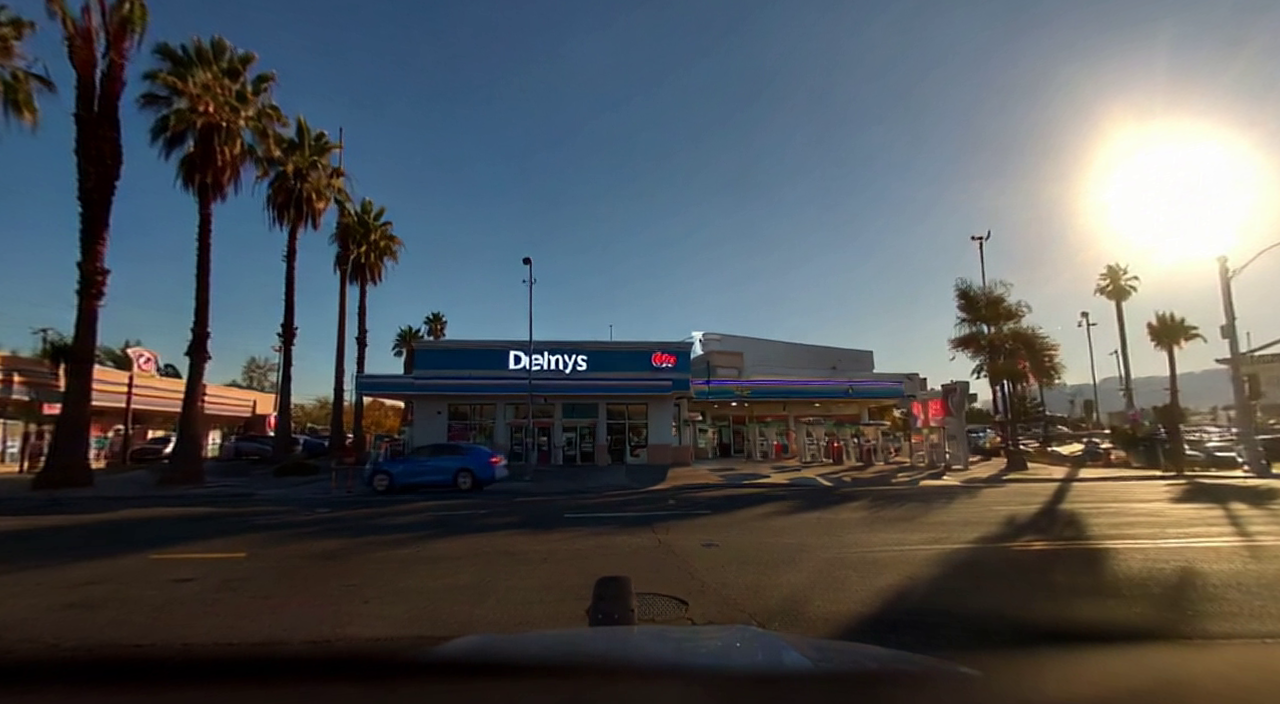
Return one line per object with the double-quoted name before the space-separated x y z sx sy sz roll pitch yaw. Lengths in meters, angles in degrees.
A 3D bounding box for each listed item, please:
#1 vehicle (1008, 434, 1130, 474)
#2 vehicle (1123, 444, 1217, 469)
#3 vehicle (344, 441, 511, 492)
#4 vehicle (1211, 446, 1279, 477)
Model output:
"vehicle" 22.120 5.230 32.684 4.880 1.754 2.202 0 -5 -6
"vehicle" 34.343 6.760 41.116 1.805 1.466 4.641 1 -8 -7
"vehicle" -6.453 3.527 19.697 4.570 1.480 1.873 1 -9 -5
"vehicle" 32.165 5.509 32.042 2.074 1.480 4.369 1 -8 -6
